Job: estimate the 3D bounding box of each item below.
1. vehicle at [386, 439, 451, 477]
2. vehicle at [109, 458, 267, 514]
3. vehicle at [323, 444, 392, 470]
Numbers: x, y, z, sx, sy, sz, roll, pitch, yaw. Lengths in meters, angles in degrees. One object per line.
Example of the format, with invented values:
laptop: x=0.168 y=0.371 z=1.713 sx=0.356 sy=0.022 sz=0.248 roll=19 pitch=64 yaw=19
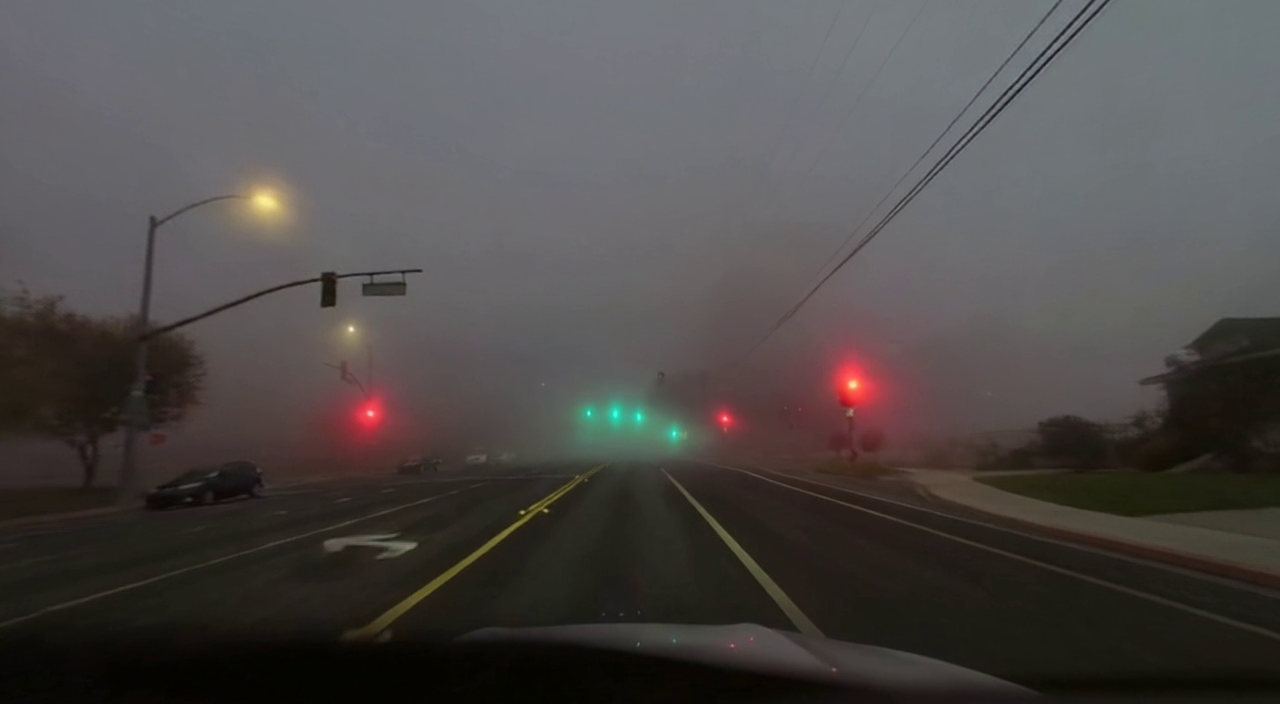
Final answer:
vehicle: x=-13.871 y=6.636 z=39.954 sx=2.346 sy=2.217 sz=5.290 roll=0 pitch=-8 yaw=-2
vehicle: x=-14.081 y=4.154 z=20.050 sx=1.888 sy=1.470 sz=4.282 roll=0 pitch=-8 yaw=-1
vehicle: x=-21.243 y=7.890 z=47.572 sx=4.323 sy=1.678 sz=1.890 roll=-2 pitch=-7 yaw=-1
